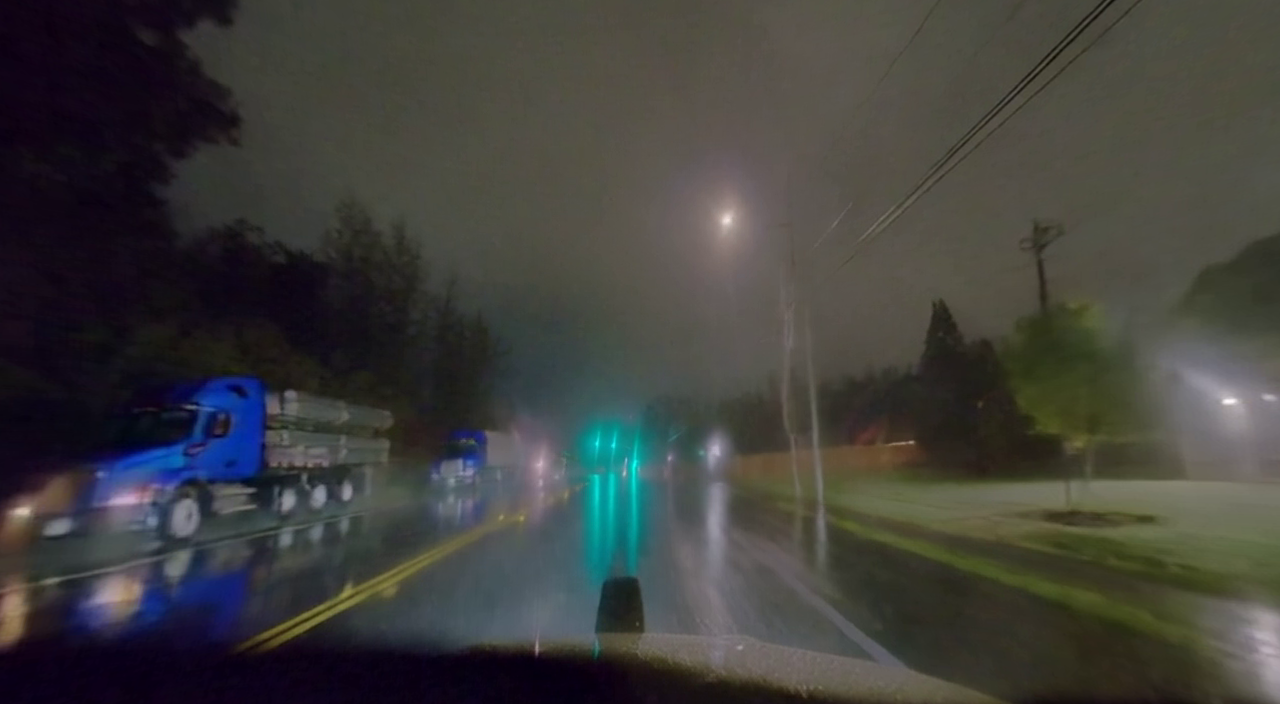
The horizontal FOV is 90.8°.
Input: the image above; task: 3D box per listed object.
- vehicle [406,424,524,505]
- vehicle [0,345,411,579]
[{"bbox_3d":[-8.357,5.368,31.946,2.905,3.359,10.168,0,-6,1],"label":"vehicle"},{"bbox_3d":[-8.274,2.175,14.024,2.788,3.365,9.652,0,-7,0],"label":"vehicle"}]
